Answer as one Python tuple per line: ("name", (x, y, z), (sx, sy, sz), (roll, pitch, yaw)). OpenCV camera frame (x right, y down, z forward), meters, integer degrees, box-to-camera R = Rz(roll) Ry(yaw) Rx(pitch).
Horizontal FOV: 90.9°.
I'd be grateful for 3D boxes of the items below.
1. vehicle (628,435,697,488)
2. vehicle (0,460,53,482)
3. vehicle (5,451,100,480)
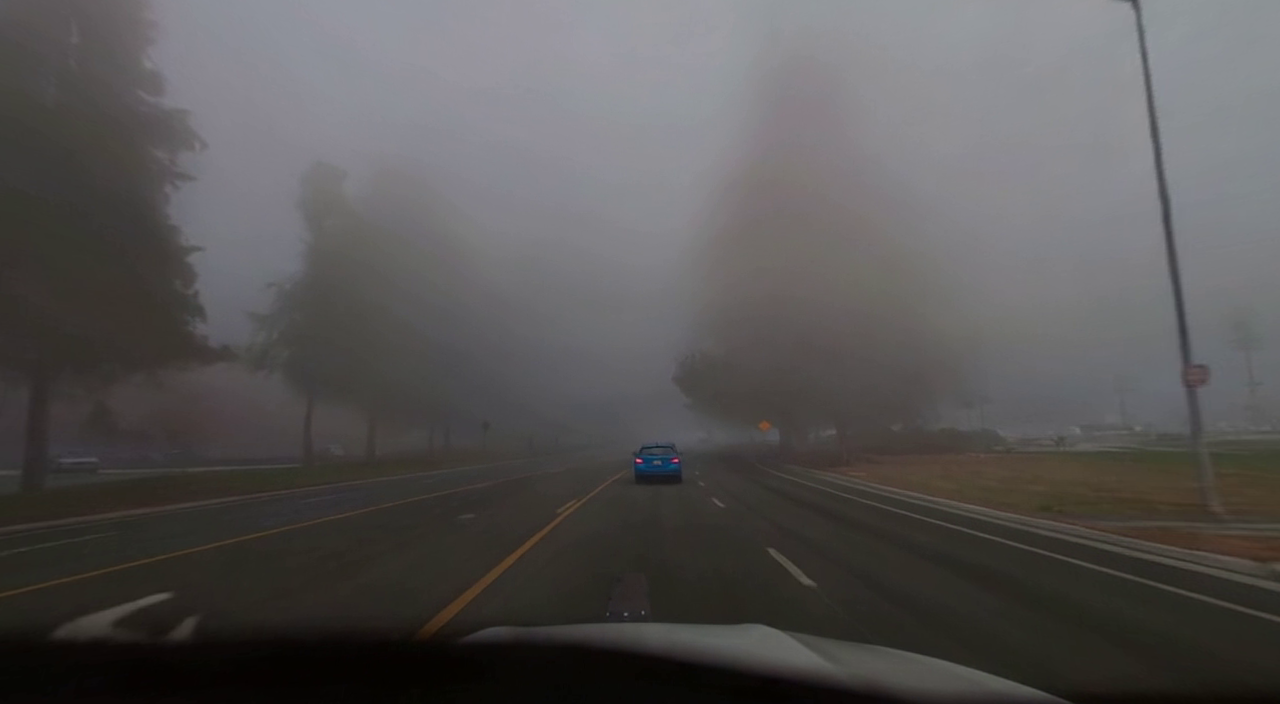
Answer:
("vehicle", (0.762, 3.478, 20.280), (2.010, 1.535, 3.735), (-1, -8, 3))
("vehicle", (-45.499, 8.639, 45.841), (3.873, 1.441, 1.848), (-1, -8, 5))
("vehicle", (-45.326, 8.739, 48.716), (5.621, 1.823, 2.130), (-4, -8, 6))
